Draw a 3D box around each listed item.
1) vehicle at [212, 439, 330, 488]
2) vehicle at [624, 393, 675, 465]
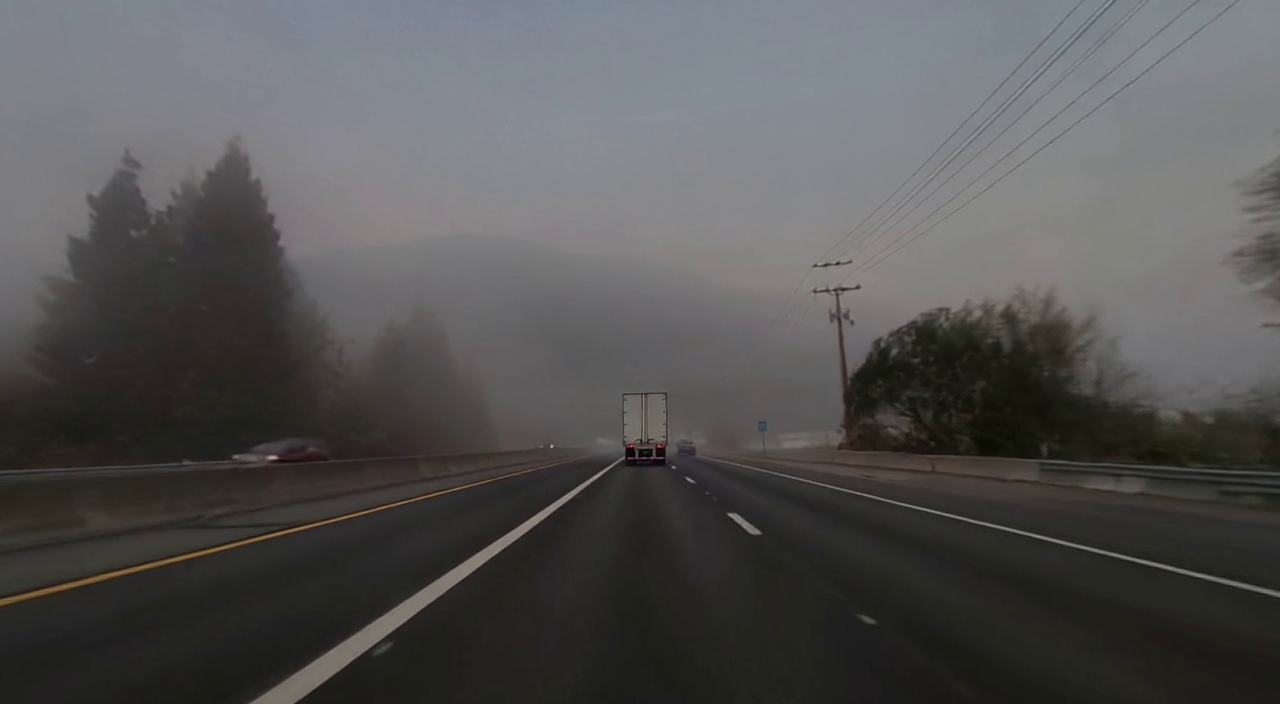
[{"bbox_3d":[-16.466,4.958,28.510,2.303,1.977,4.922,0,-8,0],"label":"vehicle"},{"bbox_3d":[0.466,5.272,41.865,2.919,4.101,11.541,0,-8,-1],"label":"vehicle"}]
